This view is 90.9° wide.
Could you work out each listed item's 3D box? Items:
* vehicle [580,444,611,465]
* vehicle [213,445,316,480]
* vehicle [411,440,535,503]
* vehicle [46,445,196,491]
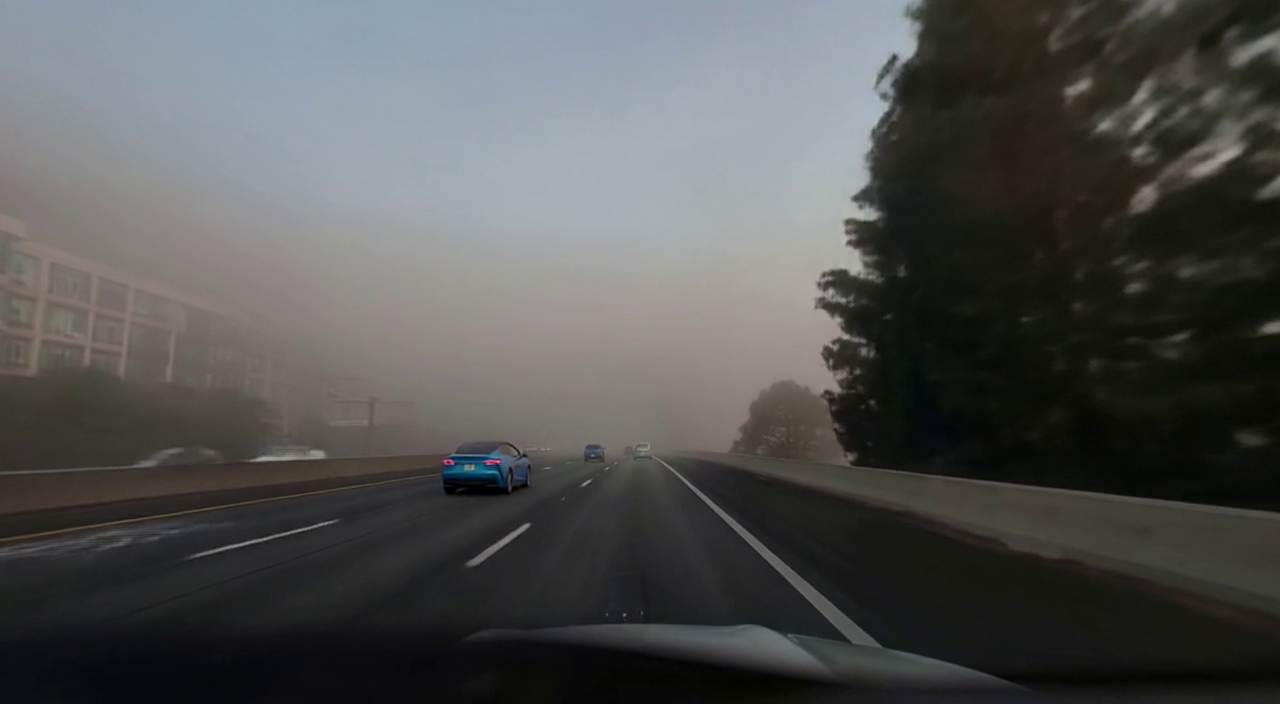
[{"bbox_3d":[-3.288,7.601,46.932,1.926,1.464,4.186,0,-8,1],"label":"vehicle"},{"bbox_3d":[-17.395,5.098,29.523,1.978,1.510,4.462,0,-8,1],"label":"vehicle"},{"bbox_3d":[-4.314,3.148,17.111,2.083,1.471,4.350,0,-8,1],"label":"vehicle"},{"bbox_3d":[-21.185,4.732,26.105,2.012,1.688,4.869,0,-8,0],"label":"vehicle"}]
